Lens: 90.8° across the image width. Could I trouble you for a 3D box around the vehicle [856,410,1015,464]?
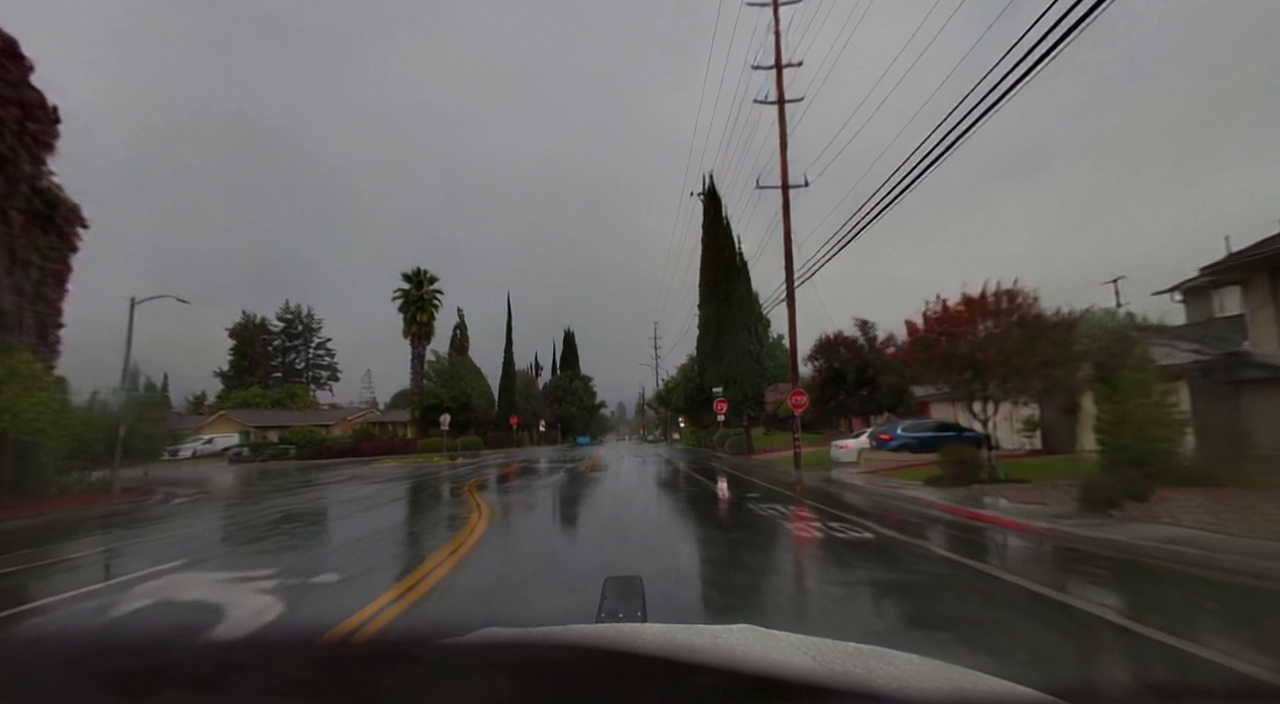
[{"bbox_3d":[10.413,3.053,22.609,4.544,1.807,2.204,0,-8,3],"label":"vehicle"}]
